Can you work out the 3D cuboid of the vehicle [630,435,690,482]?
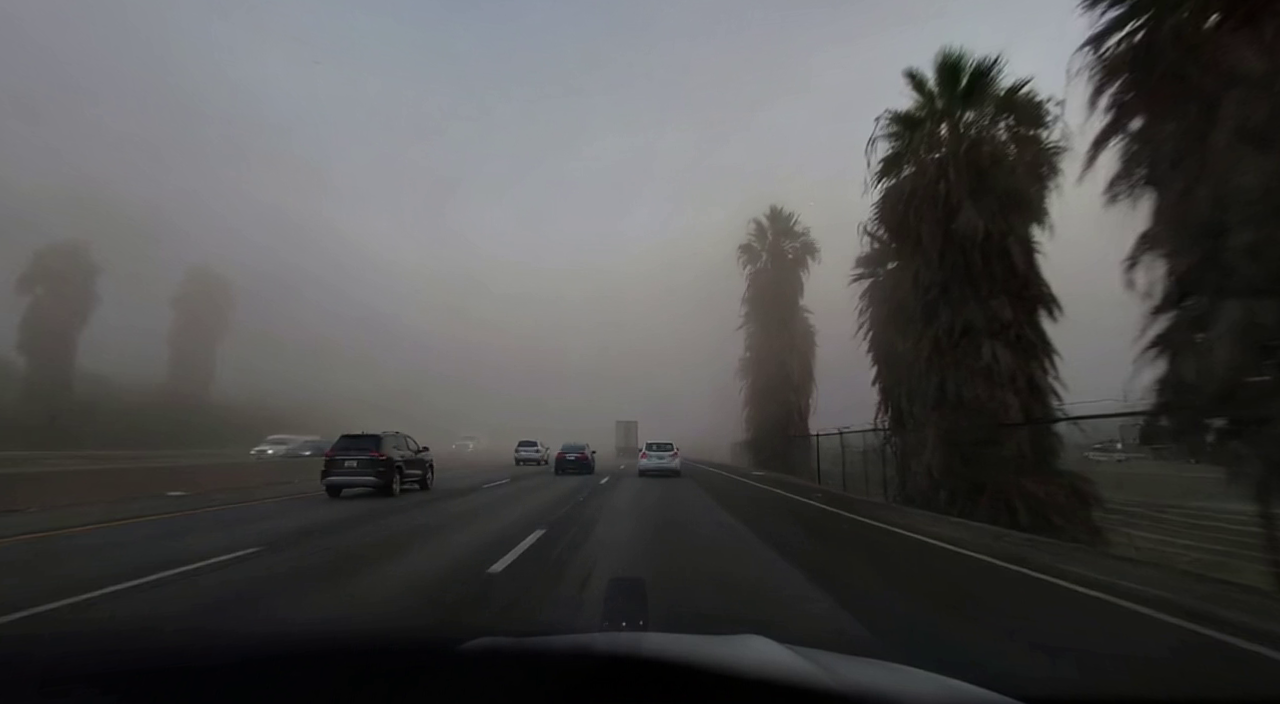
[{"bbox_3d":[0.716,4.087,24.529,2.136,1.678,4.052,0,-8,0],"label":"vehicle"}]

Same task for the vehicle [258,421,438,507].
[{"bbox_3d":[-6.845,2.673,15.539,2.105,1.790,4.689,0,-8,1],"label":"vehicle"}]

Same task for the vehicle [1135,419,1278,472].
[{"bbox_3d":[35.302,5.859,39.731,2.822,2.998,6.825,-1,-8,3],"label":"vehicle"}]

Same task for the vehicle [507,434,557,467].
[{"bbox_3d":[-6.639,6.082,39.191,2.085,1.932,4.967,0,-8,2],"label":"vehicle"}]

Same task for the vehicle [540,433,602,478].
[{"bbox_3d":[-2.971,4.576,28.220,2.108,1.832,4.549,0,-8,2],"label":"vehicle"}]
